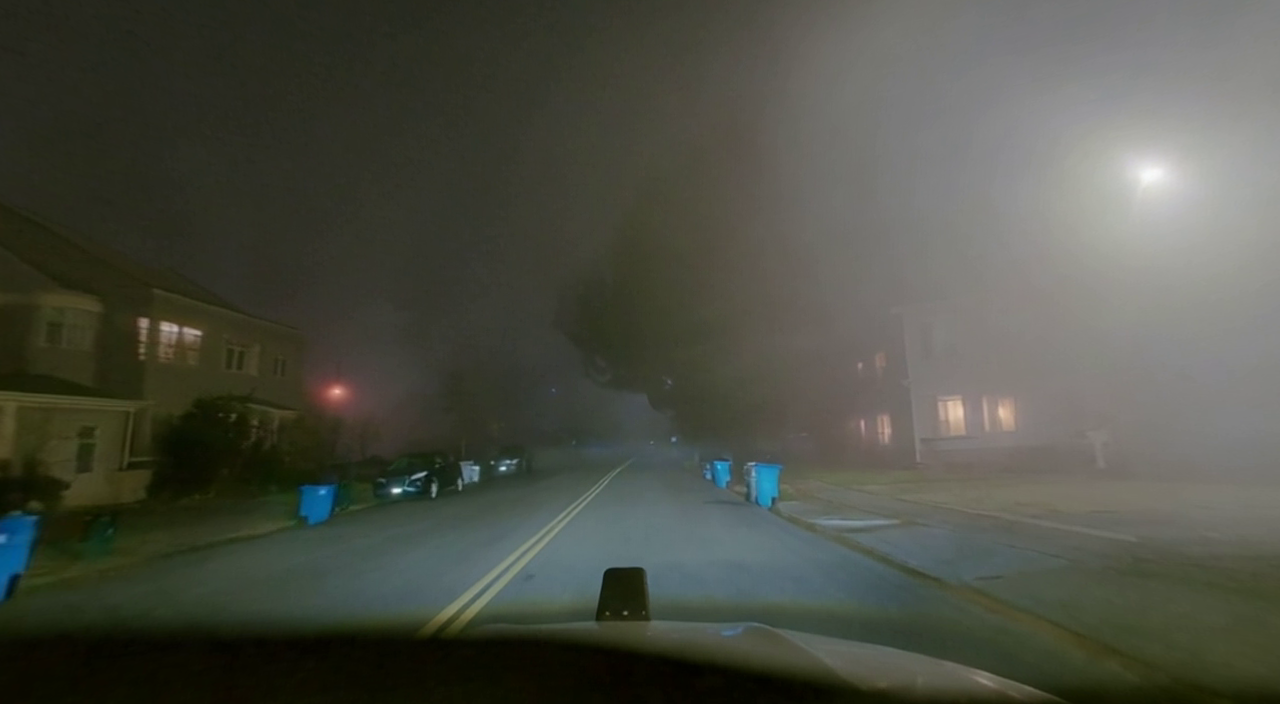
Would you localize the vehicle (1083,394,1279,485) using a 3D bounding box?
[{"bbox_3d":[12.960,1.962,14.640,1.936,1.687,4.714,-5,-8,2],"label":"vehicle"}]

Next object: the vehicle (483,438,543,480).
[{"bbox_3d":[-6.377,5.395,32.211,2.169,1.871,4.762,-2,-8,-1],"label":"vehicle"}]

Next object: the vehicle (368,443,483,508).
[{"bbox_3d":[-6.278,3.597,19.008,1.945,1.530,4.430,-4,-8,-1],"label":"vehicle"}]
